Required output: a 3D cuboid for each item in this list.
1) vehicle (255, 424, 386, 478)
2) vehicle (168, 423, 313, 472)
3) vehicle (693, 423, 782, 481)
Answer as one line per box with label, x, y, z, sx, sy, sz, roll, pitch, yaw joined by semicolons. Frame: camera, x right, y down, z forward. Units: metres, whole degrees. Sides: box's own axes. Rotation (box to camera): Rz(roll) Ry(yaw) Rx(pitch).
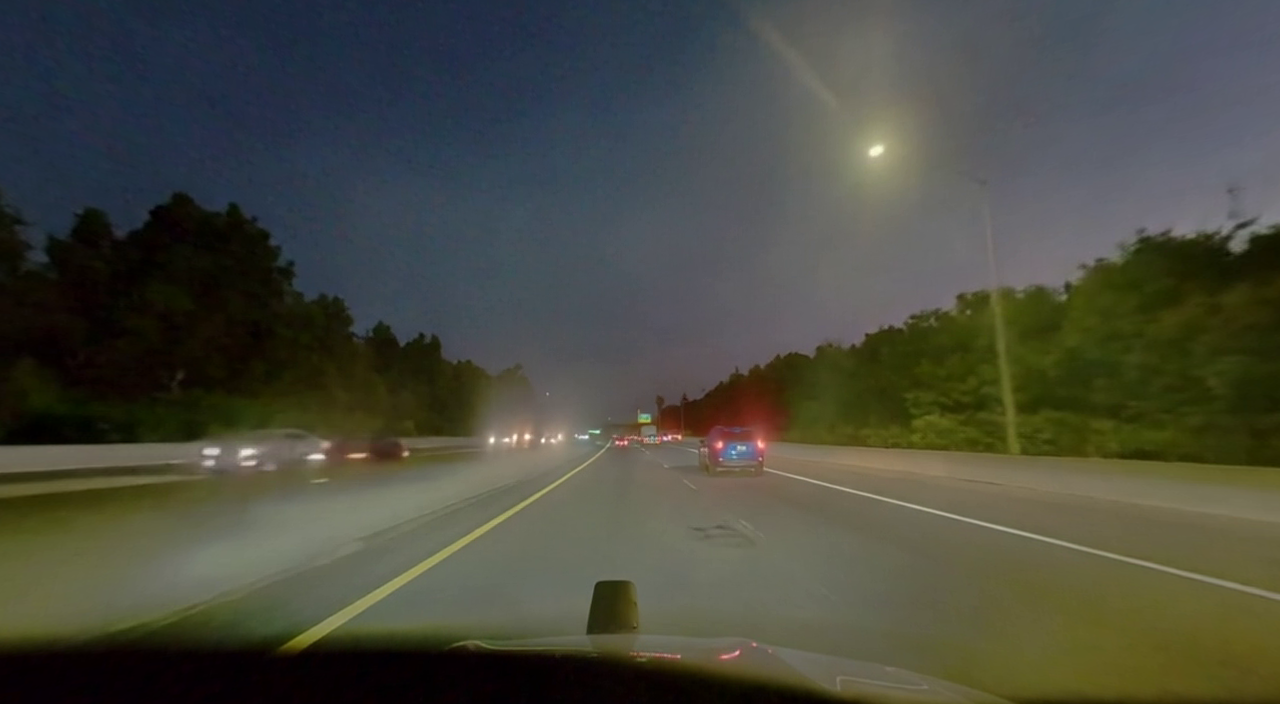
vehicle;-9.251;2.880;18.673;1.852;1.421;3.905;0;-8;-1
vehicle;-13.496;3.241;21.731;1.963;1.492;4.664;0;-8;-1
vehicle;3.053;3.233;20.776;2.085;1.681;4.436;0;-8;-2
